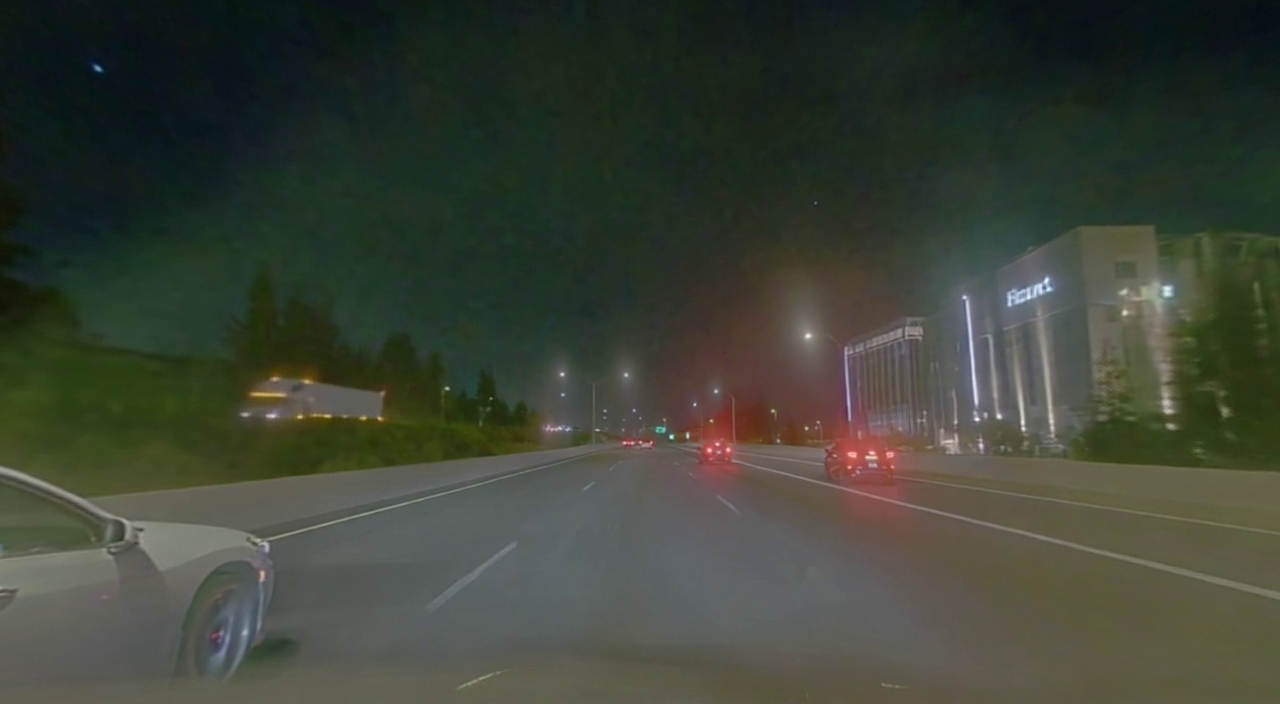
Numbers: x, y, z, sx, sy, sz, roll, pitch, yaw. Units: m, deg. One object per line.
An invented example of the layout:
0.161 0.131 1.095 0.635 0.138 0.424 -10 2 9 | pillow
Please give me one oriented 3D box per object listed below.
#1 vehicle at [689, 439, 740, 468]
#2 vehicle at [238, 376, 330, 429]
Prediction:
3.806 5.299 33.095 2.069 1.431 4.313 0 -8 -1 | vehicle
-27.610 4.069 49.382 2.975 3.655 7.228 0 -8 -1 | vehicle
